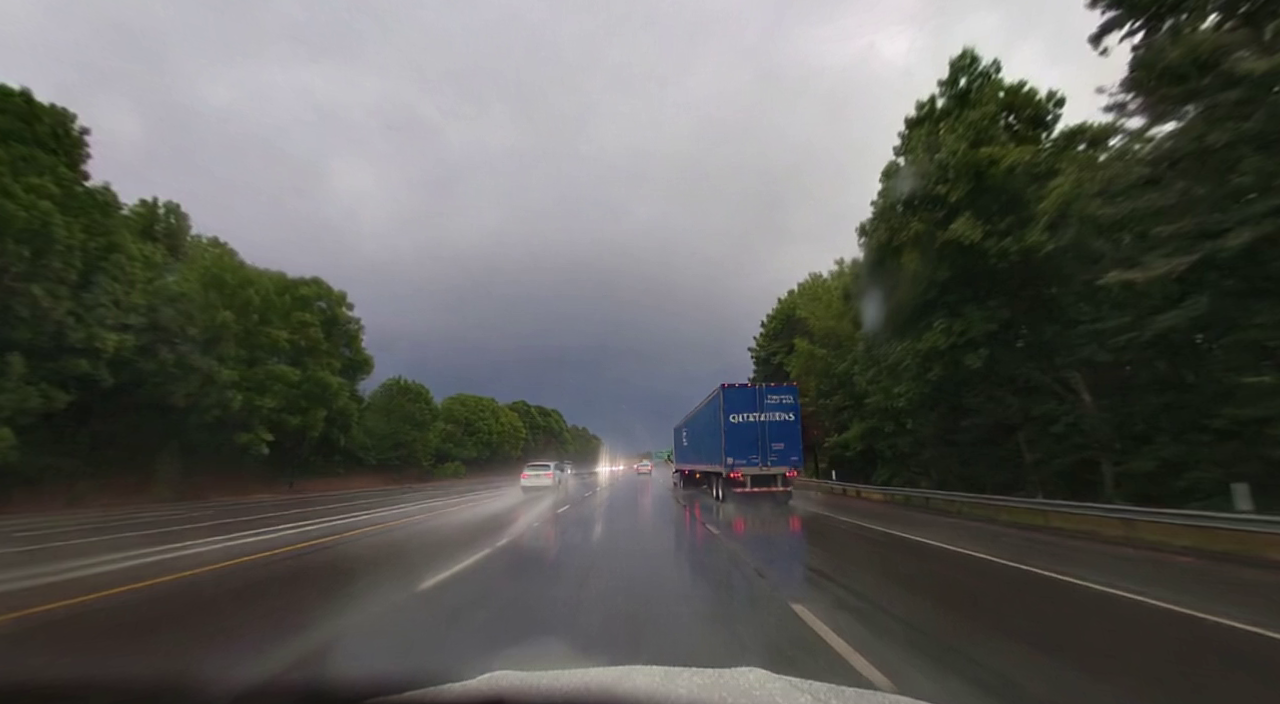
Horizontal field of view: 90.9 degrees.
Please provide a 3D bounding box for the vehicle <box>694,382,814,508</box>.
[{"bbox_3d":[4.119,3.955,25.739,2.871,4.032,10.642,1,-10,0],"label":"vehicle"}]

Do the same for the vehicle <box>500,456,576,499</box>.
[{"bbox_3d":[-4.060,5.156,25.996,2.180,1.556,4.895,0,-11,2],"label":"vehicle"}]
